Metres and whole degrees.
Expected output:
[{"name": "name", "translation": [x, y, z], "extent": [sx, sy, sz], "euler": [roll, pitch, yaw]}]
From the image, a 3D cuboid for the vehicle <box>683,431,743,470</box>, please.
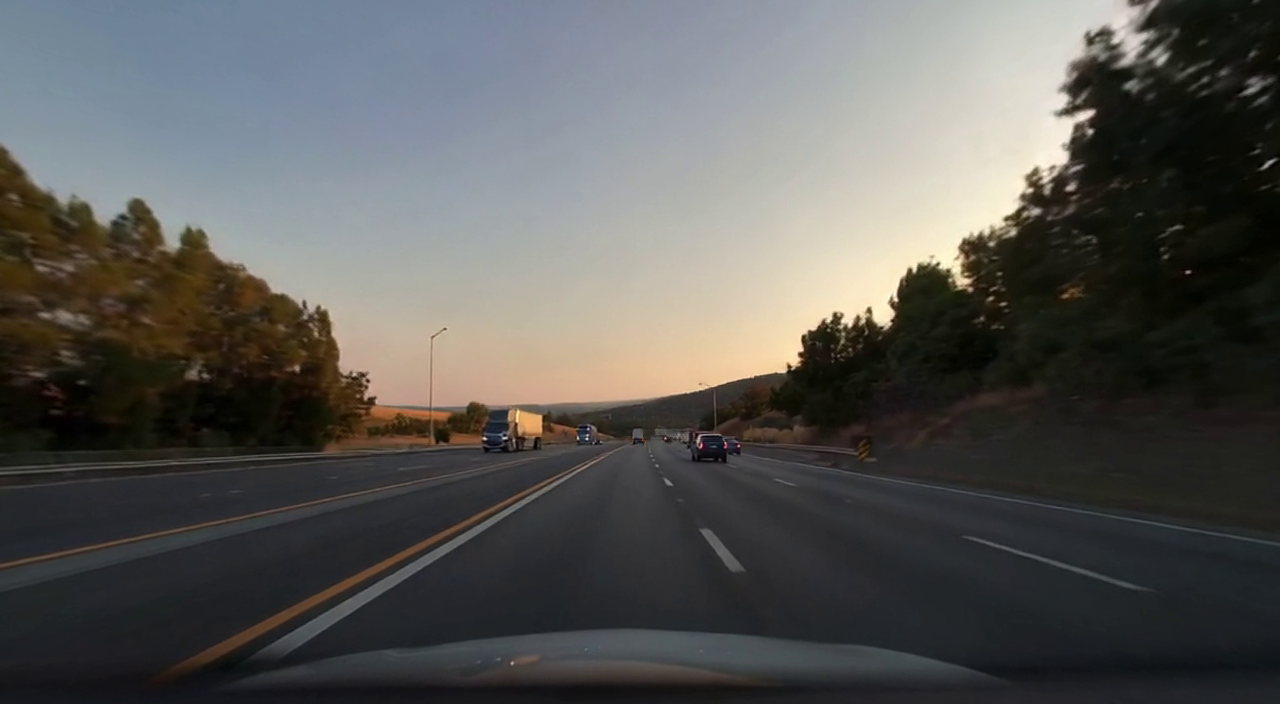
[{"name": "vehicle", "translation": [3.187, 4.389, 28.332], "extent": [2.084, 1.583, 4.420], "euler": [0, -8, -1]}]
